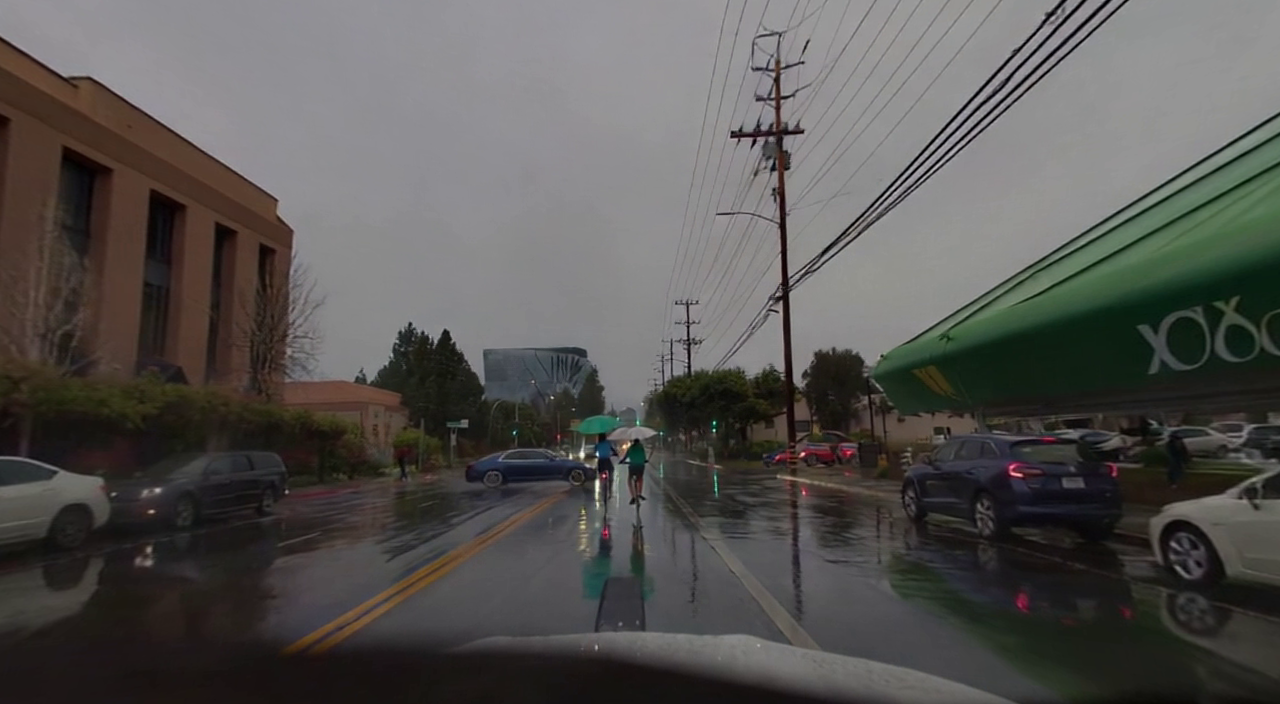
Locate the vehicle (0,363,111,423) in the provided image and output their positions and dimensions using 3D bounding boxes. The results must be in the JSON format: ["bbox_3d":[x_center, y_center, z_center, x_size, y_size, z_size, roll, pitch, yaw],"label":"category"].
[{"bbox_3d":[-17.262,1.169,17.400,3.750,1.495,1.727,-1,-8,-2],"label":"vehicle"}]

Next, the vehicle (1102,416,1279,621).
[{"bbox_3d":[5.894,1.255,4.666,1.900,1.566,3.995,0,-8,0],"label":"vehicle"}]

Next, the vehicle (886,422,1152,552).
[{"bbox_3d":[5.834,2.093,10.461,1.873,1.714,3.979,0,-8,-1],"label":"vehicle"}]

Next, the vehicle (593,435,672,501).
[{"bbox_3d":[-0.175,3.505,19.473,2.190,1.783,4.048,0,-8,1],"label":"vehicle"}]

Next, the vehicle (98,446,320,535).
[{"bbox_3d":[-10.283,3.276,15.727,2.075,1.816,4.900,0,-8,-1],"label":"vehicle"}]

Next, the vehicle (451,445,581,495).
[{"bbox_3d":[-5.040,4.740,25.742,4.961,1.832,2.287,2,-9,-13],"label":"vehicle"}]

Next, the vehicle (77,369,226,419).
[{"bbox_3d":[-17.108,1.506,22.269,3.685,1.584,1.708,1,-9,-3],"label":"vehicle"}]

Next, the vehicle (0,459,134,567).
[{"bbox_3d":[-10.217,2.374,9.205,1.904,1.495,4.585,0,-8,-1],"label":"vehicle"}]
